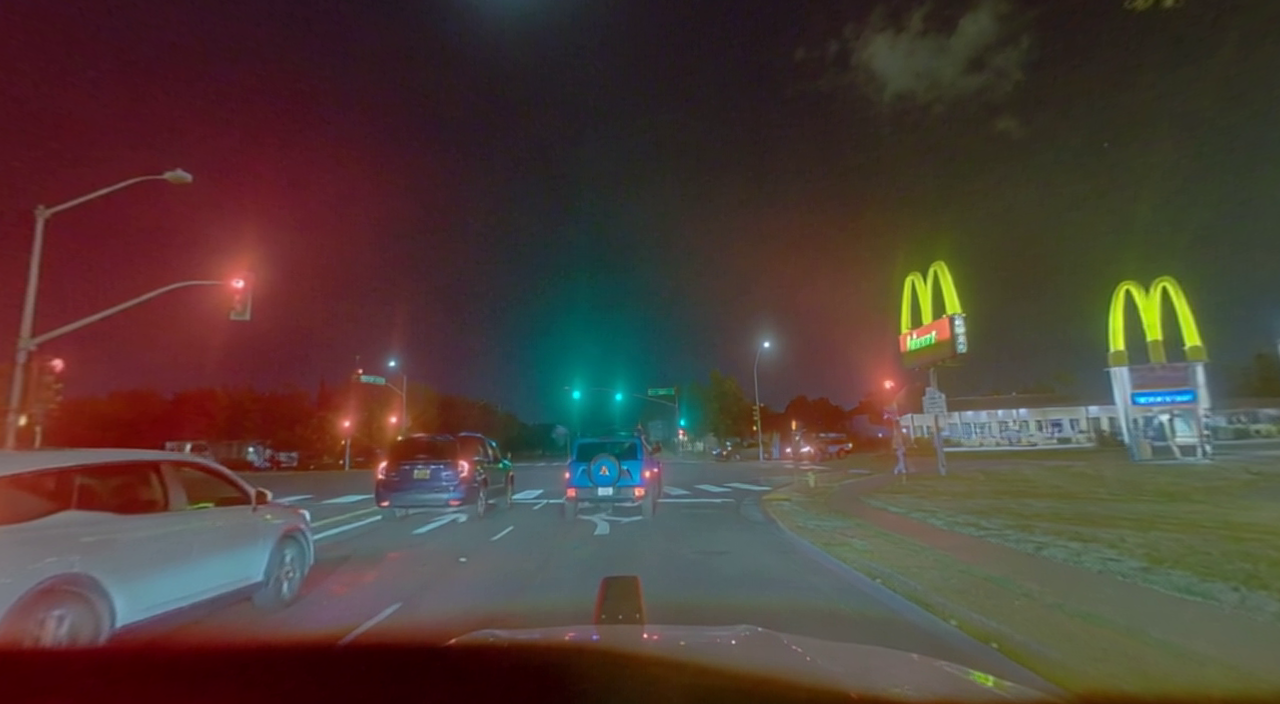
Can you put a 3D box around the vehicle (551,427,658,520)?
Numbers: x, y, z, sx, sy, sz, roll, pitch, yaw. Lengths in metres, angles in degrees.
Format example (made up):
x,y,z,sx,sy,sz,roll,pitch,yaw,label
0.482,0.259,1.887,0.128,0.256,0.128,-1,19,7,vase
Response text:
x,y,z,sx,sy,sz,roll,pitch,yaw,label
-0.834,2.891,15.618,2.224,1.923,4.643,0,-9,-2,vehicle

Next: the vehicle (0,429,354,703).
x,y,z,sx,sy,sz,roll,pitch,yaw,label
-3.930,1.297,4.218,1.941,1.479,4.541,0,-9,-1,vehicle

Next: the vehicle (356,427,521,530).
x,y,z,sx,sy,sz,roll,pitch,yaw,label
-4.026,2.609,13.601,2.130,1.819,4.497,0,-9,-1,vehicle
